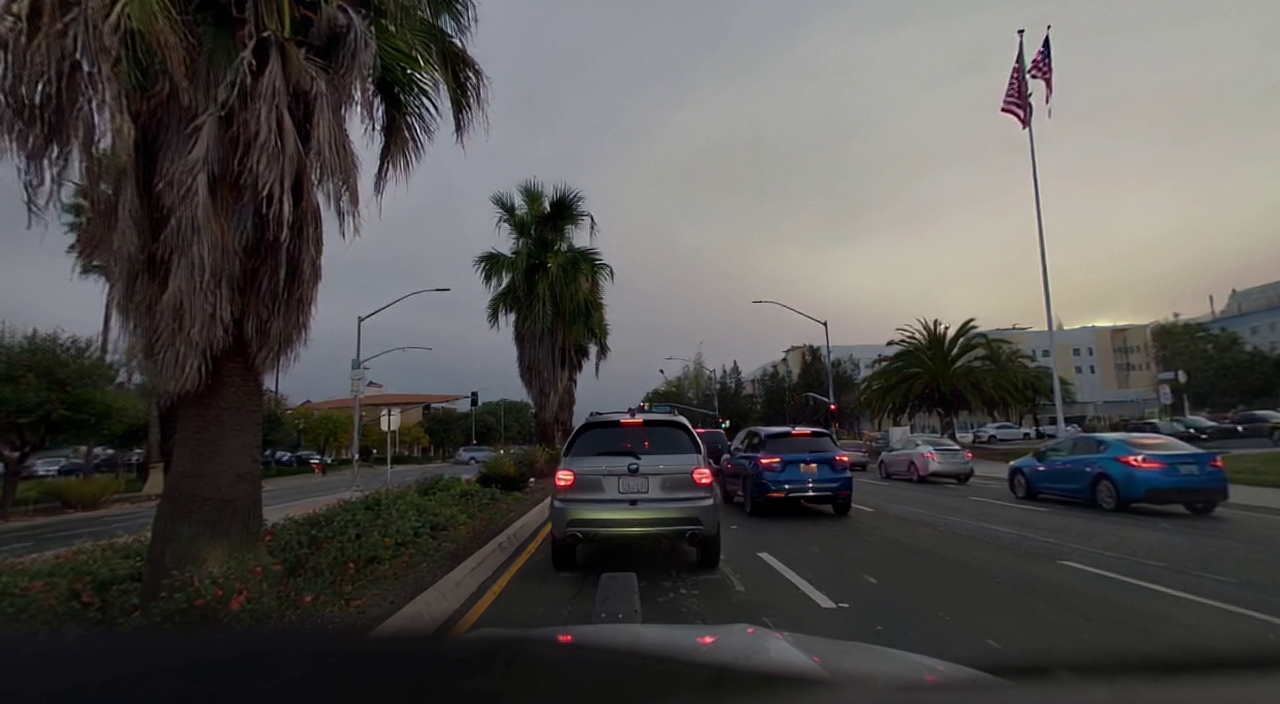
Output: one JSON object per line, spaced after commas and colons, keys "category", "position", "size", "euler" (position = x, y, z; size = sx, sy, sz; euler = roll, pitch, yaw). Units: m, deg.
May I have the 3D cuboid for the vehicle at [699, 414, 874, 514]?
{"category": "vehicle", "position": [3.258, 2.732, 15.958], "size": [2.773, 2.021, 6.212], "euler": [0, -9, -2]}

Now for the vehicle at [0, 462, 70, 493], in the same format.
{"category": "vehicle", "position": [-45.805, 9.061, 45.749], "size": [6.410, 2.078, 2.584], "euler": [0, -9, 0]}

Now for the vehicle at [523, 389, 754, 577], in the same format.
{"category": "vehicle", "position": [-0.126, 1.692, 8.919], "size": [2.402, 1.938, 4.535], "euler": [0, -9, -3]}

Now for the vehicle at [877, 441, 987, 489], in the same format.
{"category": "vehicle", "position": [10.165, 3.942, 22.379], "size": [1.855, 1.495, 4.143], "euler": [0, -9, -1]}

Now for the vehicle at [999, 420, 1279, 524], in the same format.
{"category": "vehicle", "position": [9.948, 2.411, 13.240], "size": [2.155, 1.779, 4.582], "euler": [0, -9, 0]}
